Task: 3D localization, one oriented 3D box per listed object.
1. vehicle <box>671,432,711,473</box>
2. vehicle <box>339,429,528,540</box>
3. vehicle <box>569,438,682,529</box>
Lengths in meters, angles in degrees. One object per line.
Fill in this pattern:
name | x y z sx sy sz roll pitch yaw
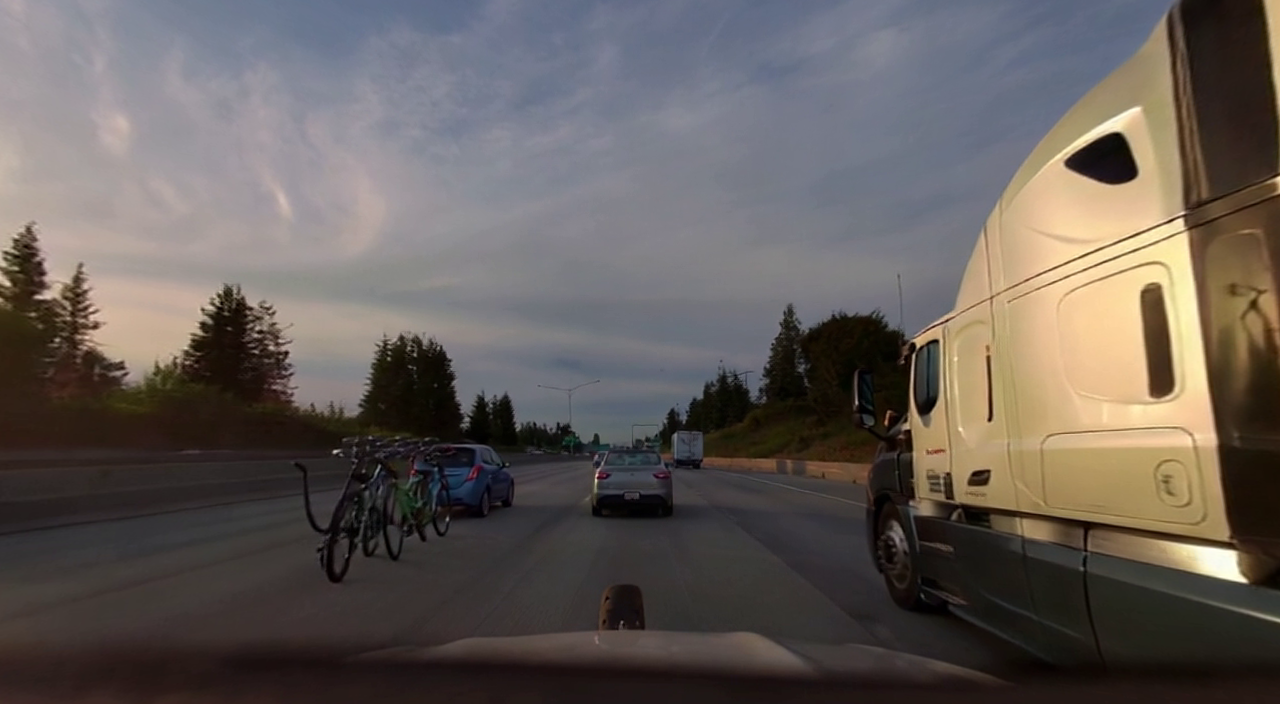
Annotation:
vehicle | 3.463 6.968 43.779 2.234 2.679 5.372 0 -9 -1
vehicle | -3.550 2.371 11.933 1.985 1.671 4.604 0 -9 0
vehicle | -0.263 2.576 12.850 1.973 1.574 3.426 0 -9 0
